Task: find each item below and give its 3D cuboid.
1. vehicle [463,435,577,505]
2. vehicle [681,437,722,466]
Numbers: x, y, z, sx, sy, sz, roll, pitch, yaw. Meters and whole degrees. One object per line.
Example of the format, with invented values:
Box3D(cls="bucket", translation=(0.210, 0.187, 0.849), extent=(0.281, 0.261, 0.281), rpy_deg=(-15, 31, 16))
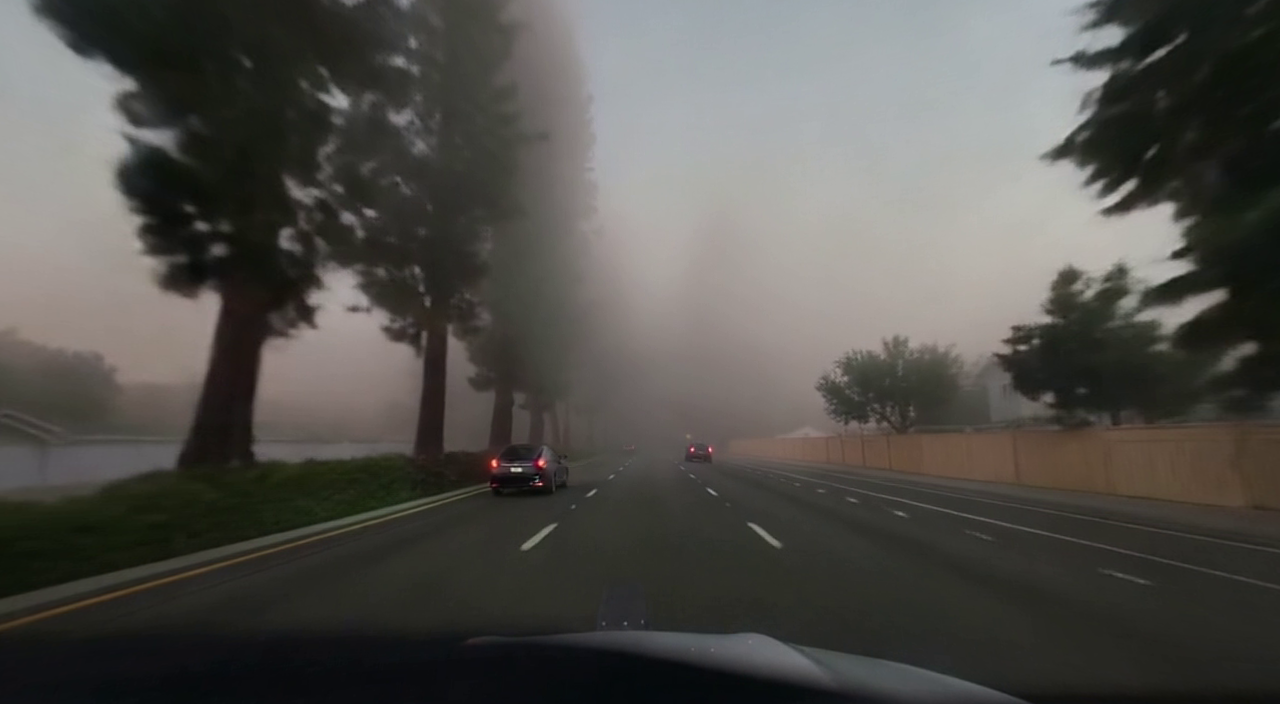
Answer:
Box3D(cls="vehicle", translation=(-2.884, 2.927, 16.161), extent=(1.966, 1.524, 4.410), rpy_deg=(0, -8, 1))
Box3D(cls="vehicle", translation=(3.945, 6.458, 41.174), extent=(2.114, 1.780, 4.445), rpy_deg=(0, -8, -1))
